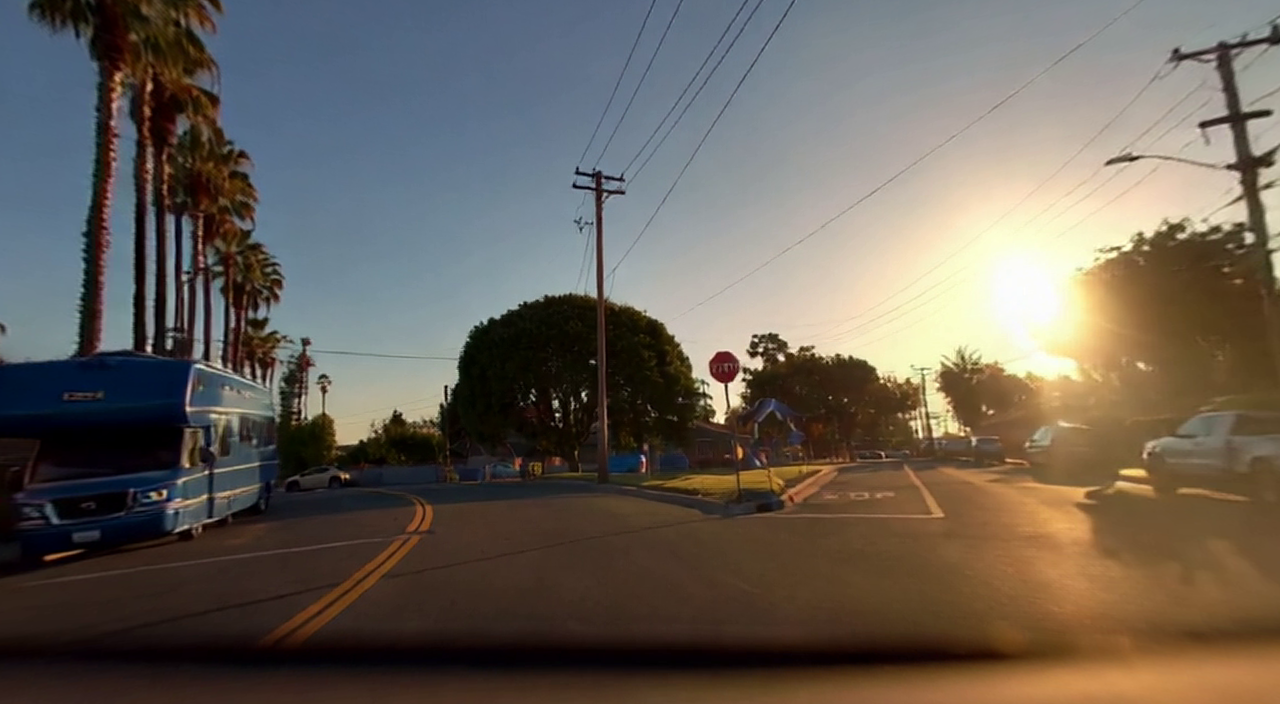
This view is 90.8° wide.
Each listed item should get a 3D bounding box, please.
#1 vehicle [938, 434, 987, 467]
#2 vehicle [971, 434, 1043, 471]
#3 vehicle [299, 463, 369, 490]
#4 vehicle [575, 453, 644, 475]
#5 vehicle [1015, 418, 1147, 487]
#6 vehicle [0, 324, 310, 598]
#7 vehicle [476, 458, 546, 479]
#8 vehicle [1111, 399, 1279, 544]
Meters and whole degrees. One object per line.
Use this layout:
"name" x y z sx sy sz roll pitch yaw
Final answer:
"vehicle" 21.545 6.538 42.400 1.974 1.894 4.810 -3 -6 17
"vehicle" 18.864 5.133 32.661 2.016 1.687 4.272 -2 -6 14
"vehicle" -23.162 9.399 47.821 4.586 1.784 1.890 -2 -6 17
"vehicle" -2.325 8.565 48.582 4.952 1.472 1.837 2 -7 -20
"vehicle" 15.186 3.387 22.172 2.451 2.076 4.928 -3 -6 19
"vehicle" -10.145 2.053 14.153 3.216 3.720 11.364 1 -6 -20
"vehicle" -9.563 8.695 47.049 4.966 1.377 1.739 1 -7 -7
"vehicle" 10.539 1.784 10.606 2.508 1.887 5.930 -3 -6 20
